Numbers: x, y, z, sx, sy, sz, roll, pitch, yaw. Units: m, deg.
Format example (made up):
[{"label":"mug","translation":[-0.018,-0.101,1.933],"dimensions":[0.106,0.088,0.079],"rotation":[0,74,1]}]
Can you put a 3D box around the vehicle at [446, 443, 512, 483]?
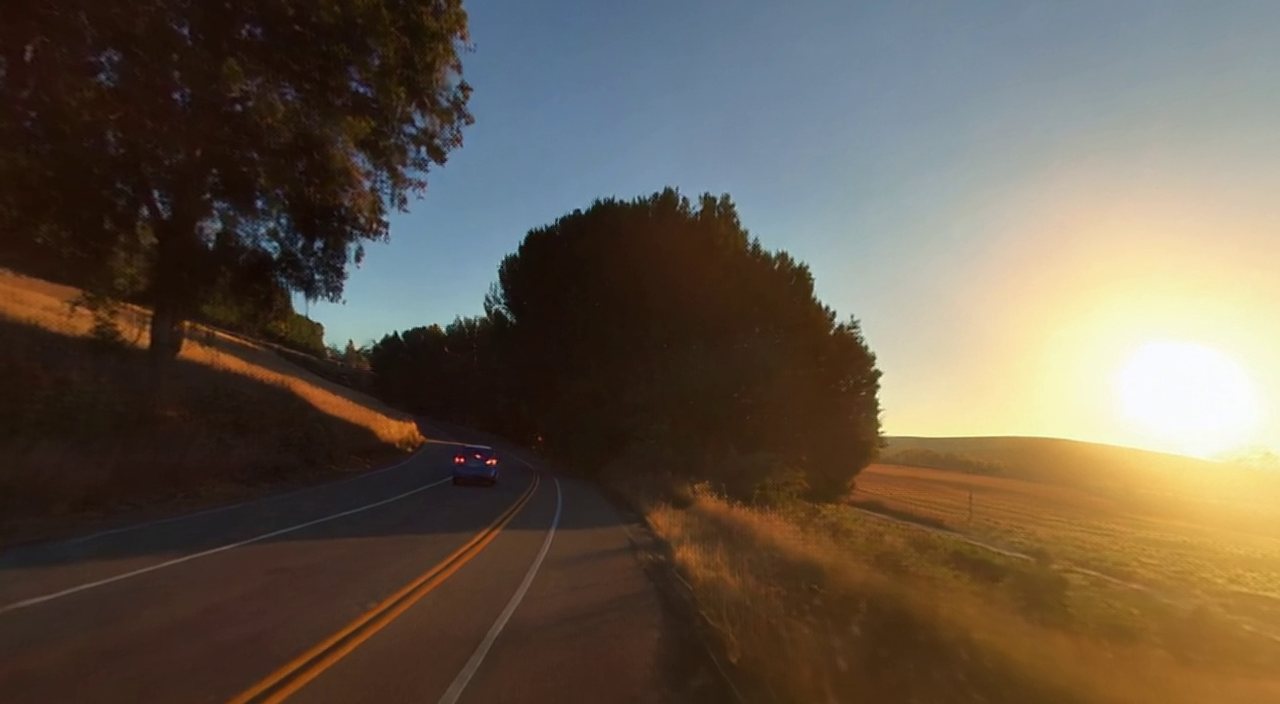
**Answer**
[{"label":"vehicle","translation":[-6.517,4.512,26.059],"dimensions":[2.042,1.483,4.288],"rotation":[1,-9,-7]}]
